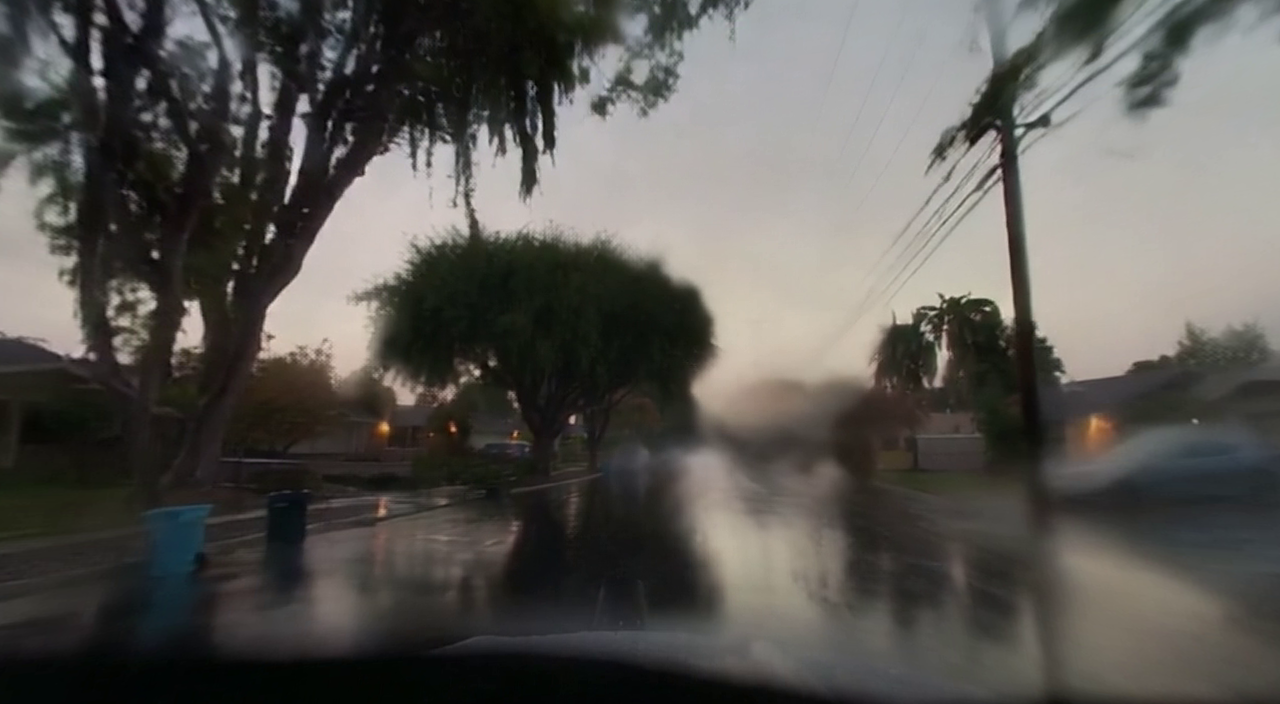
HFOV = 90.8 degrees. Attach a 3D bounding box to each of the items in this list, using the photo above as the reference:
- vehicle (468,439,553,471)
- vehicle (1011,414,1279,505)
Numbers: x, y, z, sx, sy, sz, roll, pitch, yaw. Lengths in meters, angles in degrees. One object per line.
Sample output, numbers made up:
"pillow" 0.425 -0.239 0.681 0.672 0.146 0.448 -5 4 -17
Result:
"vehicle" -8.513 6.770 41.730 5.033 1.997 2.126 -1 -9 5
"vehicle" 12.149 2.441 14.521 5.693 1.886 2.235 -1 -9 7
